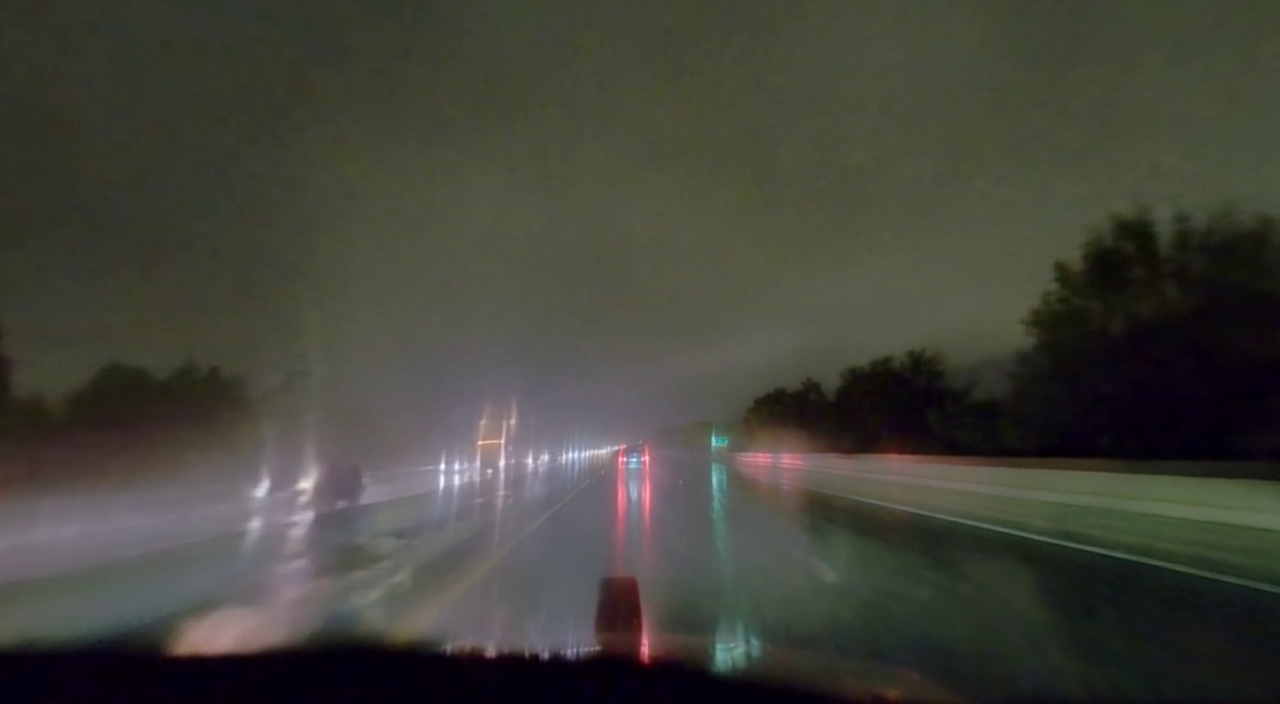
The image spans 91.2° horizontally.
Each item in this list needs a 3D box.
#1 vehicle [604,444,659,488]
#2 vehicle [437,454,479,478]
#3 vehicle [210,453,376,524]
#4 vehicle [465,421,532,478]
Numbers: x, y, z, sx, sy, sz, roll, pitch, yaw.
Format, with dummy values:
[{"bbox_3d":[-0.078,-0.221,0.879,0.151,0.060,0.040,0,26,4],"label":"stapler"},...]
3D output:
[{"bbox_3d":[-0.336,4.352,24.306,1.971,1.518,4.108,0,-9,-1],"label":"vehicle"},{"bbox_3d":[-13.804,8.613,47.735,1.905,1.666,4.272,0,-9,0],"label":"vehicle"},{"bbox_3d":[-8.662,3.401,16.140,1.893,1.519,4.127,0,-9,0],"label":"vehicle"},{"bbox_3d":[-9.067,6.376,41.025,2.739,3.387,7.184,0,-9,-1],"label":"vehicle"}]
